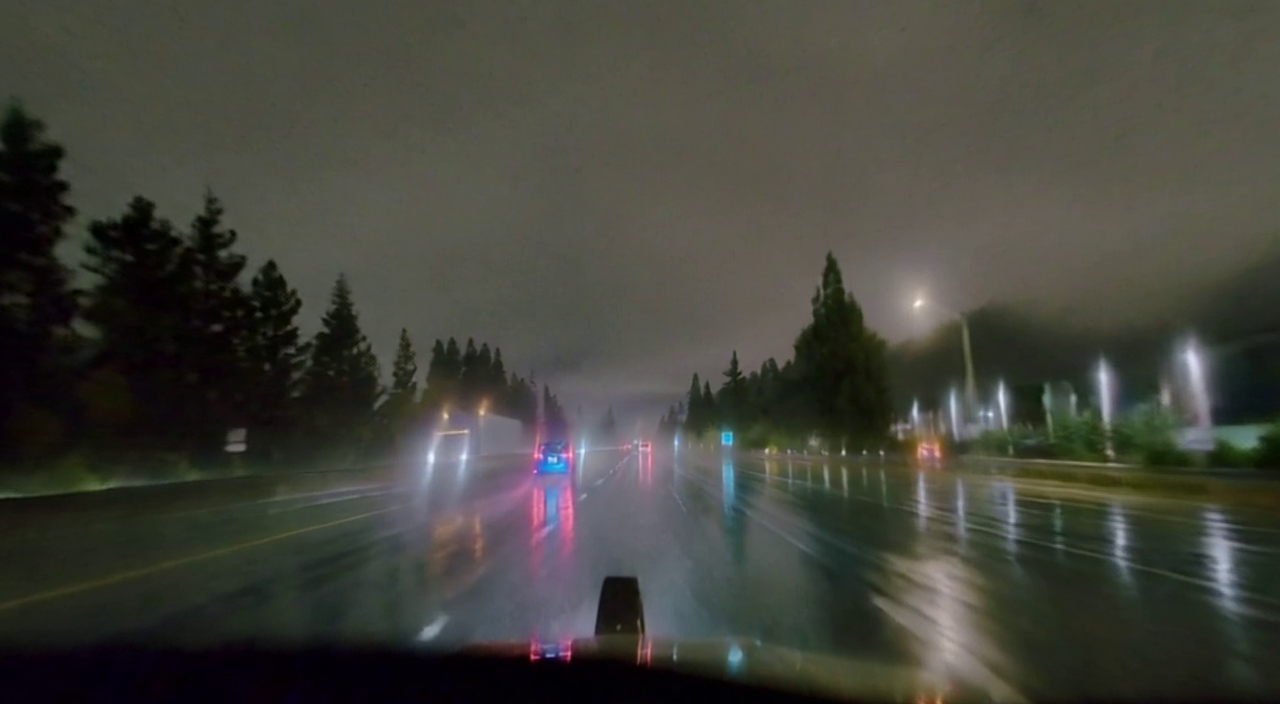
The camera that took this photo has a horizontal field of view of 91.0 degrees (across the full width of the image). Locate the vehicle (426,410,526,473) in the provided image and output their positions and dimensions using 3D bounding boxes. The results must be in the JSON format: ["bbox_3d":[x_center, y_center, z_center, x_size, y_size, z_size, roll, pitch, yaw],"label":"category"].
[{"bbox_3d":[-10.567,6.131,42.619,3.090,3.520,13.662,-1,-9,0],"label":"vehicle"}]

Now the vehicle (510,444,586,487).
[{"bbox_3d":[-3.438,4.342,24.439,2.162,1.493,4.583,-1,-9,1],"label":"vehicle"}]
